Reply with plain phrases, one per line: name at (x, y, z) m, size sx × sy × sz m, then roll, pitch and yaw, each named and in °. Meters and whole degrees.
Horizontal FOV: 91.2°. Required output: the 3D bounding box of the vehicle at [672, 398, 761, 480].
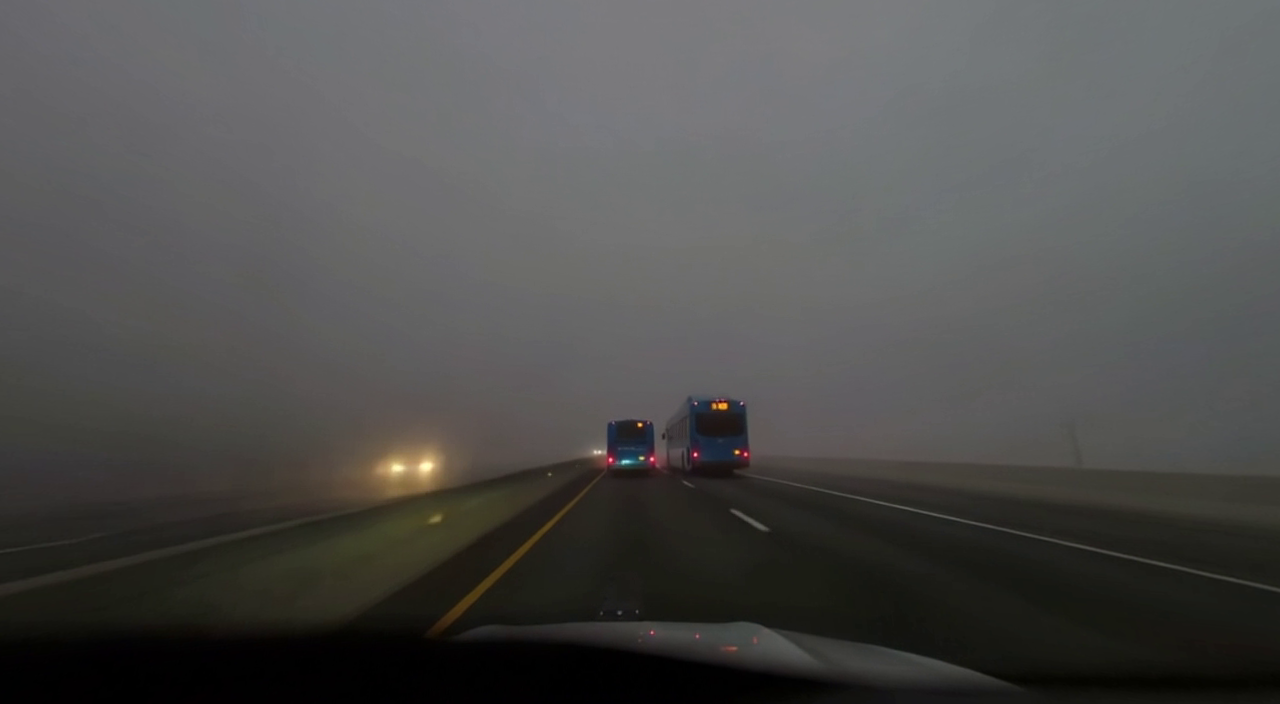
vehicle at (3.805, 4.953, 35.059) m, size 3.074 × 3.668 × 12.805 m, roll -1°, pitch -9°, yaw -1°

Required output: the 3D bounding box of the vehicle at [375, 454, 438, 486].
vehicle at (-12.606, 6.380, 34.072) m, size 1.889 × 1.534 × 4.023 m, roll -1°, pitch -9°, yaw 0°

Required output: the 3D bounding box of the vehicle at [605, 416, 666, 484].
vehicle at (-0.211, 4.383, 28.041) m, size 2.414 × 2.675 × 5.574 m, roll -1°, pitch -9°, yaw -1°
